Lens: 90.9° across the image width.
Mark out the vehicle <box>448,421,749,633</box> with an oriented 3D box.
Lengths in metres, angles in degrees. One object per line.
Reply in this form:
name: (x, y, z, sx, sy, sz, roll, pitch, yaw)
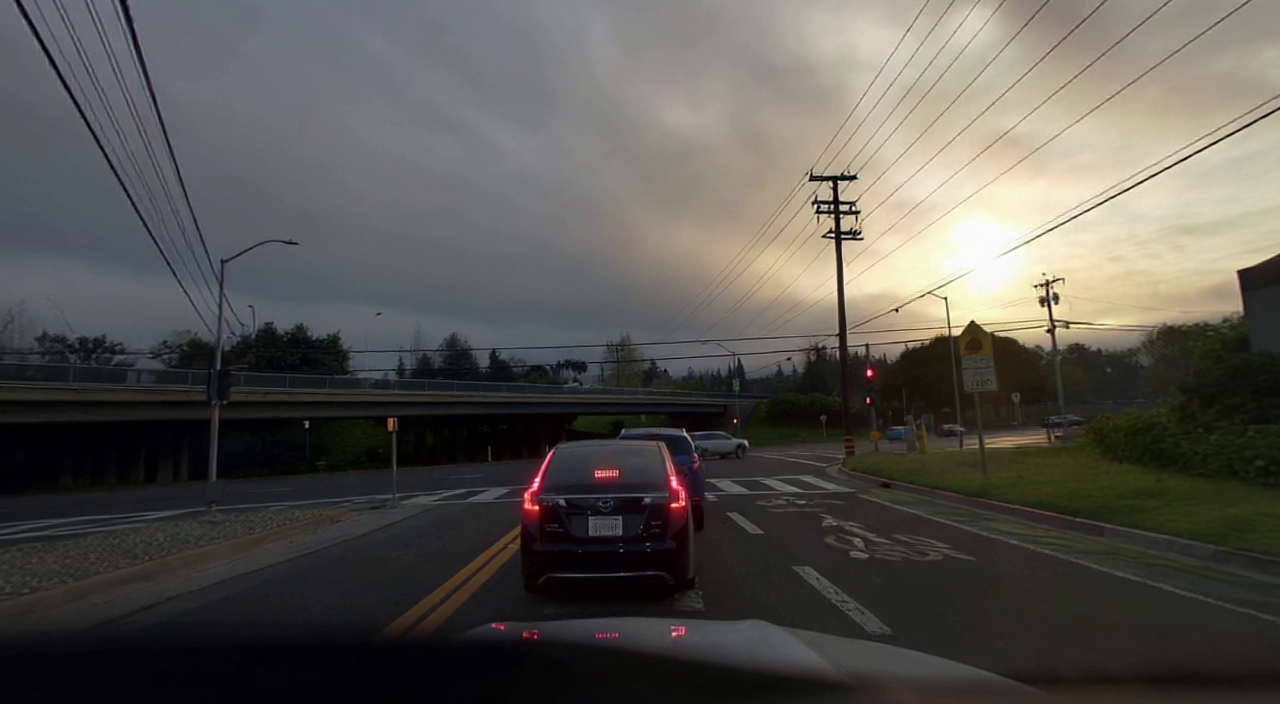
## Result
vehicle: (-0.252, 1.526, 6.467, 2.090, 1.458, 4.033, -1, -9, 1)
